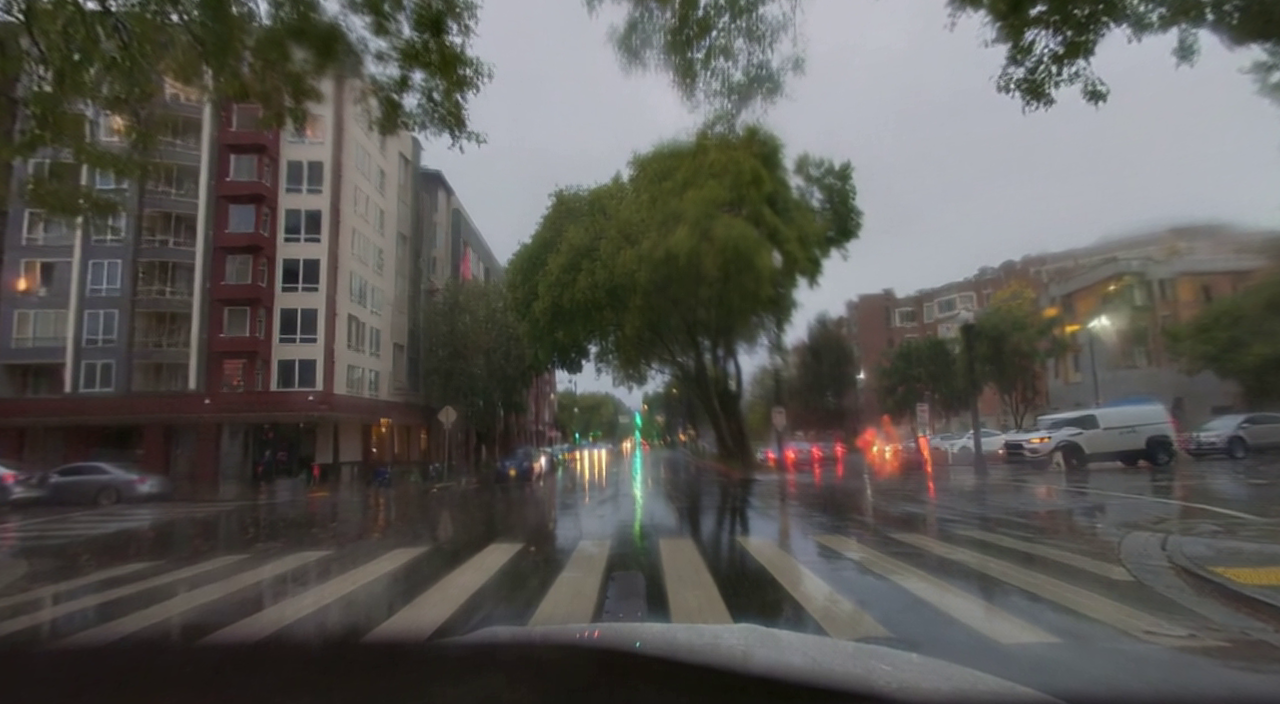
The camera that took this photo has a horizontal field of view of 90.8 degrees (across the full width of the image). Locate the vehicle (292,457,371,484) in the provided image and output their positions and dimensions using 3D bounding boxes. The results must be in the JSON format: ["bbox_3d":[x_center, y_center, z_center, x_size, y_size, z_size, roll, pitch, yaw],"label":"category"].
[{"bbox_3d":[-23.180,8.891,47.508,4.844,1.836,2.117,-1,-8,5],"label":"vehicle"}]

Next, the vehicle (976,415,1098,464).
[{"bbox_3d":[16.744,3.791,26.999,2.041,1.921,4.574,0,-9,-2],"label":"vehicle"}]

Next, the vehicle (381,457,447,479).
[{"bbox_3d":[-16.931,8.661,47.370,4.203,1.544,1.889,0,-8,1],"label":"vehicle"}]

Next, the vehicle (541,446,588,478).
[{"bbox_3d":[-4.454,6.542,37.705,2.102,1.768,4.290,-2,-9,2],"label":"vehicle"}]

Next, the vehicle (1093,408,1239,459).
[{"bbox_3d":[22.305,3.533,27.146,2.137,1.962,4.988,-1,-8,3],"label":"vehicle"}]

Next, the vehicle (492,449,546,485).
[{"bbox_3d":[-7.616,7.251,40.253,2.193,1.814,5.061,-9,-8,0],"label":"vehicle"}]

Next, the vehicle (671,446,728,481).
[{"bbox_3d":[3.218,5.857,33.481,1.942,1.603,3.785,0,-8,23],"label":"vehicle"}]

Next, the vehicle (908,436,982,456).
[{"bbox_3d":[23.014,7.088,47.774,4.528,1.475,2.070,0,-8,3],"label":"vehicle"}]

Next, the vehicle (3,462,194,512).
[{"bbox_3d":[-17.315,4.318,20.373,4.439,1.448,1.793,0,-9,0],"label":"vehicle"}]
